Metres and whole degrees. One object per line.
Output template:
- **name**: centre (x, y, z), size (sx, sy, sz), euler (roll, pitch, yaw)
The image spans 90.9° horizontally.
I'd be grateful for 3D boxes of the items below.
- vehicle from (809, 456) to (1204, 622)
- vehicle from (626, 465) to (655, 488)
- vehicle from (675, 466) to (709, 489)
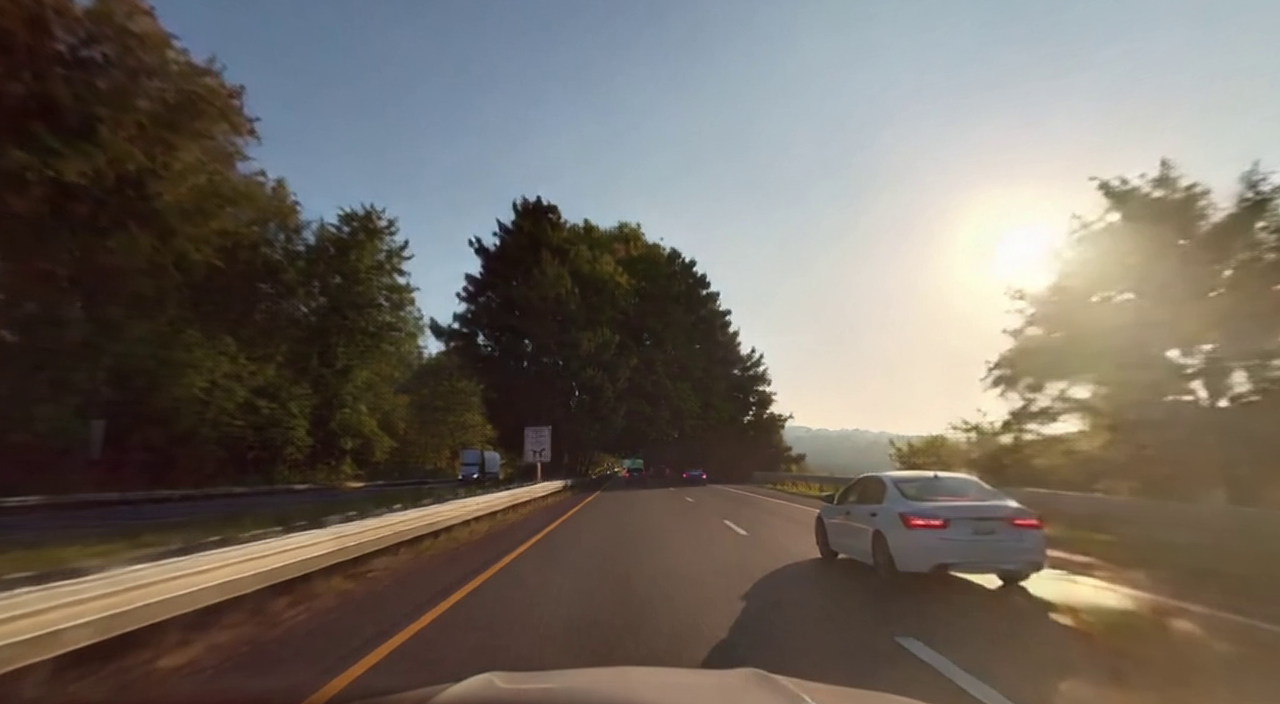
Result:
- **vehicle**: centre (3.908, 2.115, 8.081), size (2.018, 1.426, 4.941), euler (1, -11, -1)
- **vehicle**: centre (0.041, 8.797, 44.662), size (1.980, 1.483, 3.865), euler (1, -11, 0)
- **vehicle**: centre (3.615, 8.754, 44.099), size (1.976, 1.467, 3.783), euler (1, -11, -1)
